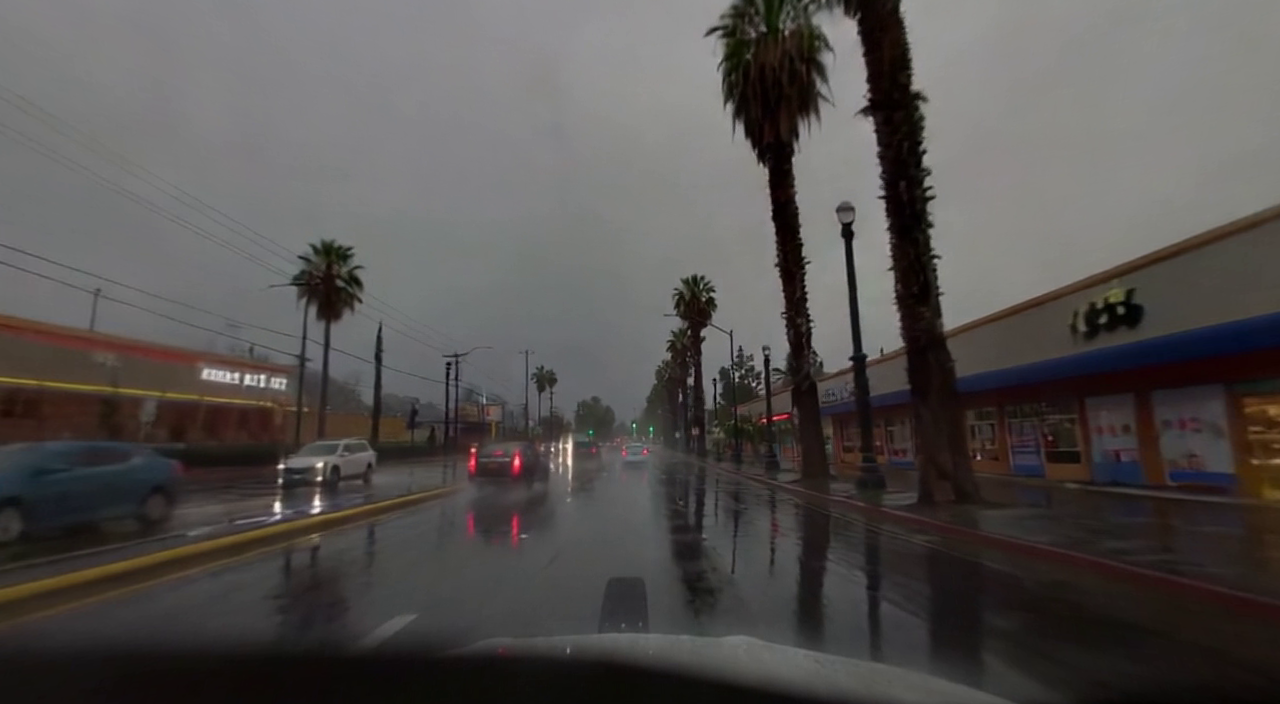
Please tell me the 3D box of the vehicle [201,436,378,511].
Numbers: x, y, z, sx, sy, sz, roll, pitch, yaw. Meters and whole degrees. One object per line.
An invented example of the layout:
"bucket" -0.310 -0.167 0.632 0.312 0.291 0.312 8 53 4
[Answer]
"vehicle" -8.541 2.971 15.887 1.928 1.532 4.533 -2 -9 -1

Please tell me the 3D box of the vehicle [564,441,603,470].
"vehicle" -3.340 6.211 37.996 1.979 1.634 3.957 0 -8 0

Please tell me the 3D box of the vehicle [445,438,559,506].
"vehicle" -3.391 3.031 16.386 1.904 1.513 4.410 0 -8 1

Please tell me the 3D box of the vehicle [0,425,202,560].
"vehicle" -8.488 1.874 8.703 1.893 1.576 4.075 -2 -9 0

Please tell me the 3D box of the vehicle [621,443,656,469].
"vehicle" -0.097 6.517 39.485 2.094 1.496 4.070 0 -8 0

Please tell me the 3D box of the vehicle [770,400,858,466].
"vehicle" 10.008 4.824 37.119 2.878 3.388 8.331 -1 -8 1
